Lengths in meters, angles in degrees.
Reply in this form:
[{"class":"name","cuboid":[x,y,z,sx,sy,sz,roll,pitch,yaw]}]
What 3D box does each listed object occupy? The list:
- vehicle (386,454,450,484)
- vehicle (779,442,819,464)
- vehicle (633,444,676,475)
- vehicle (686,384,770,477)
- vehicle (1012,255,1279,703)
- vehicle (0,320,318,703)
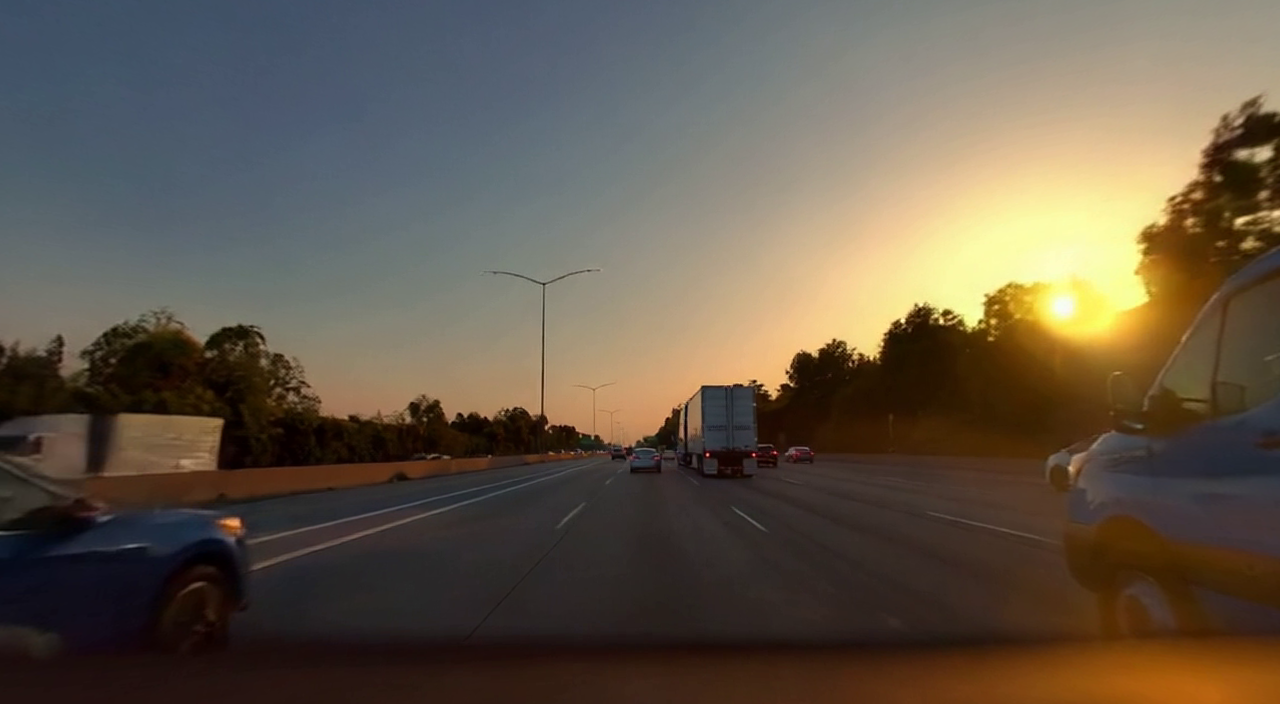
[{"class":"vehicle","cuboid":[-12.473,6.571,35.723,1.911,1.488,4.387,0,-9,1]},{"class":"vehicle","cuboid":[11.439,7.289,45.589,1.876,1.552,3.640,0,-9,0]},{"class":"vehicle","cuboid":[0.704,5.536,32.733,2.063,1.469,4.208,0,-9,0]},{"class":"vehicle","cuboid":[4.342,4.401,34.158,2.821,4.077,12.562,0,-9,1]},{"class":"vehicle","cuboid":[3.760,0.448,1.281,2.441,2.017,5.739,0,-9,0]},{"class":"vehicle","cuboid":[-3.180,0.721,1.620,2.237,1.745,4.575,0,-9,1]}]
